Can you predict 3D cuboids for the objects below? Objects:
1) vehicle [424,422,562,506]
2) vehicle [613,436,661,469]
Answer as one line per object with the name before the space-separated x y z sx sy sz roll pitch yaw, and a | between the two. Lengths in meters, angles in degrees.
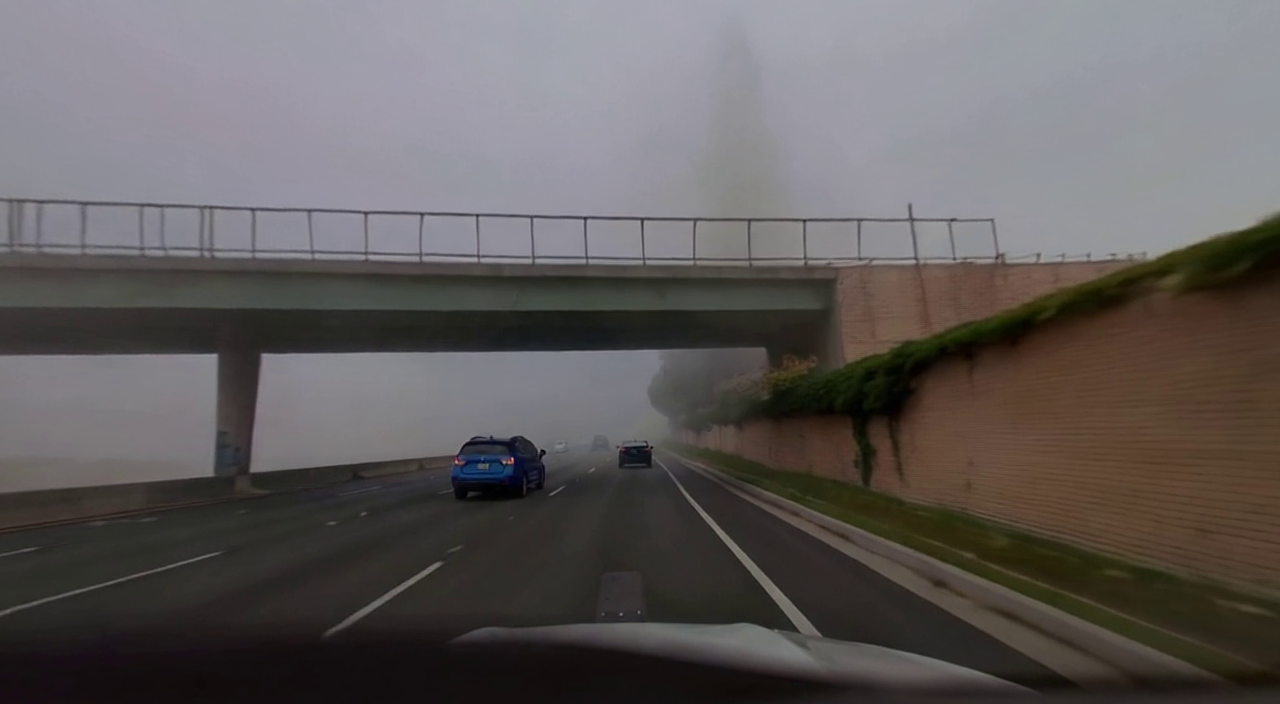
vehicle | -3.432 2.729 15.847 2.223 1.771 4.581 0 -8 2
vehicle | -0.142 4.955 31.257 2.205 1.509 4.272 0 -8 -1
